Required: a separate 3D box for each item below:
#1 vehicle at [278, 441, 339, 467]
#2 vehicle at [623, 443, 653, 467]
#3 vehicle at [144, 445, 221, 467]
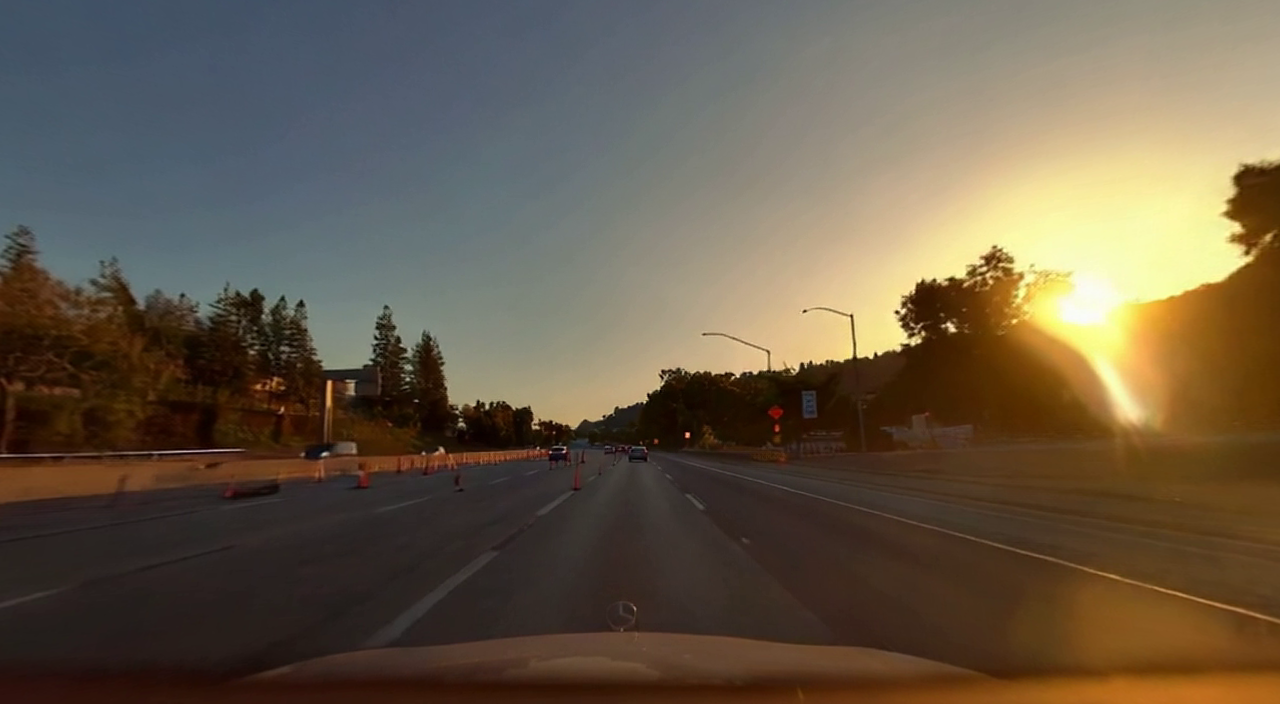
[{"bbox_3d":[-23.951,7.380,45.812,1.941,1.705,4.395,0,-9,1],"label":"vehicle"},{"bbox_3d":[-0.150,7.608,46.733,2.109,1.638,3.856,0,-9,0],"label":"vehicle"},{"bbox_3d":[-31.282,7.124,43.370,1.946,1.444,4.536,0,-9,-1],"label":"vehicle"}]
